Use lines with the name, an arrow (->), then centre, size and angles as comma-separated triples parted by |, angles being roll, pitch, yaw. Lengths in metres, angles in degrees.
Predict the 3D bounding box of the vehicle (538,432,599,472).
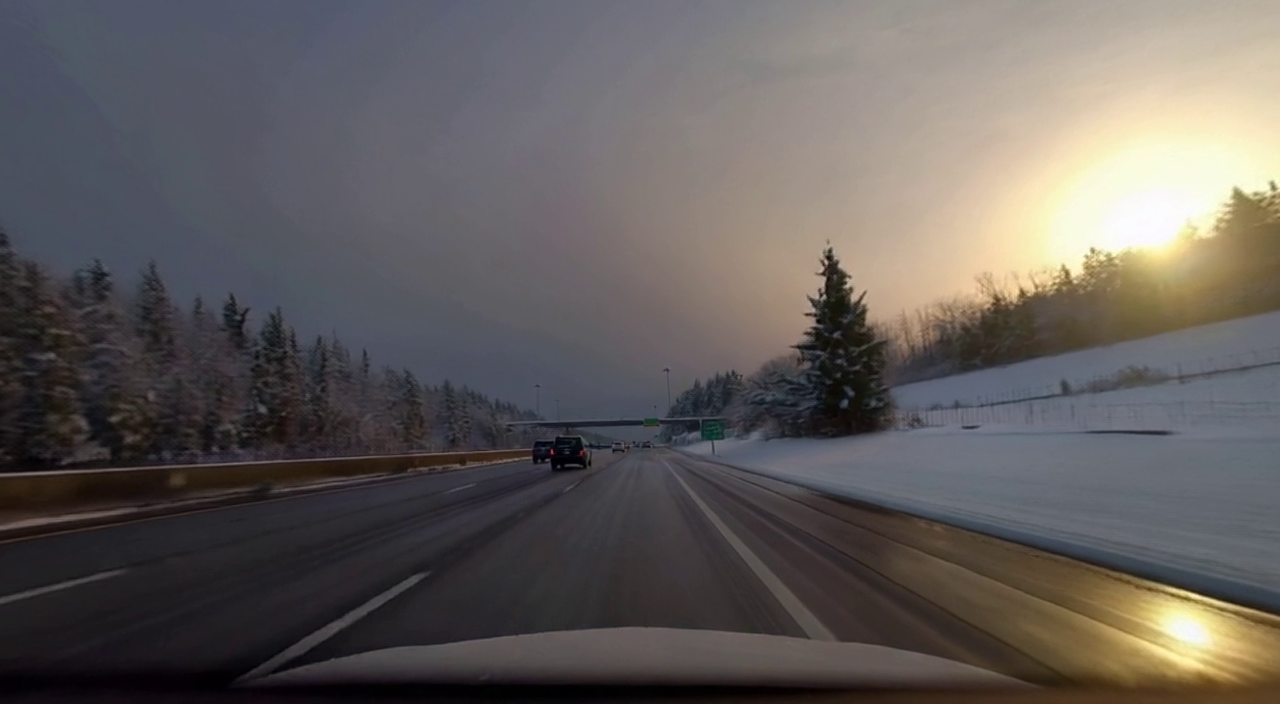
vehicle -> -3.376, 4.853, 30.826 | 2.283, 1.802, 4.810 | 0, -8, 1
